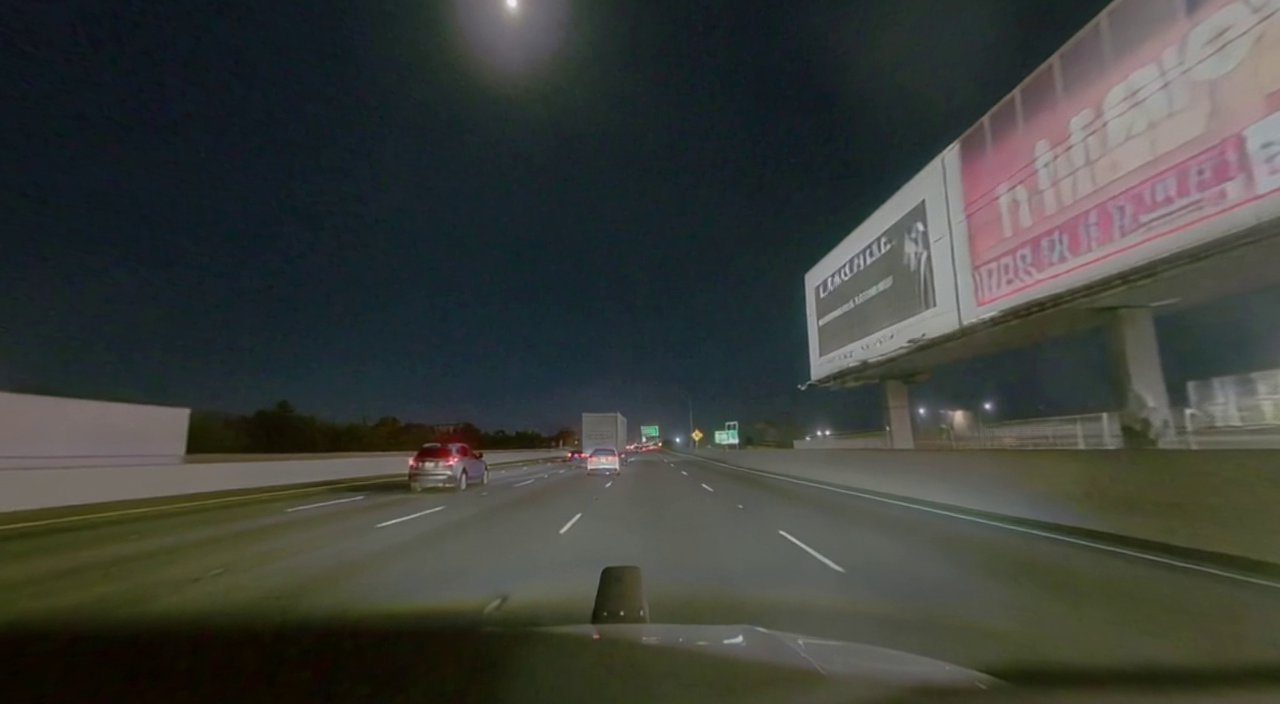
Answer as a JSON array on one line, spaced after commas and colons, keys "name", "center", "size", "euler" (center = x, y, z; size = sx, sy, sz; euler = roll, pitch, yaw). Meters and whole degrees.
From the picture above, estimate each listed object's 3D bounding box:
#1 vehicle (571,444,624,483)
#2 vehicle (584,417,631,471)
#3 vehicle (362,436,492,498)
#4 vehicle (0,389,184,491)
[{"name": "vehicle", "center": [-1.865, 5.008, 28.554], "size": [2.168, 1.597, 3.615], "euler": [0, -9, 0]}, {"name": "vehicle", "center": [-2.180, 6.588, 44.870], "size": [2.794, 3.460, 8.595], "euler": [0, -9, 1]}, {"name": "vehicle", "center": [-6.780, 3.716, 20.829], "size": [2.401, 1.759, 5.126], "euler": [0, -9, 1]}, {"name": "vehicle", "center": [-26.860, 3.843, 27.143], "size": [2.889, 4.015, 15.036], "euler": [0, -9, 1]}]
